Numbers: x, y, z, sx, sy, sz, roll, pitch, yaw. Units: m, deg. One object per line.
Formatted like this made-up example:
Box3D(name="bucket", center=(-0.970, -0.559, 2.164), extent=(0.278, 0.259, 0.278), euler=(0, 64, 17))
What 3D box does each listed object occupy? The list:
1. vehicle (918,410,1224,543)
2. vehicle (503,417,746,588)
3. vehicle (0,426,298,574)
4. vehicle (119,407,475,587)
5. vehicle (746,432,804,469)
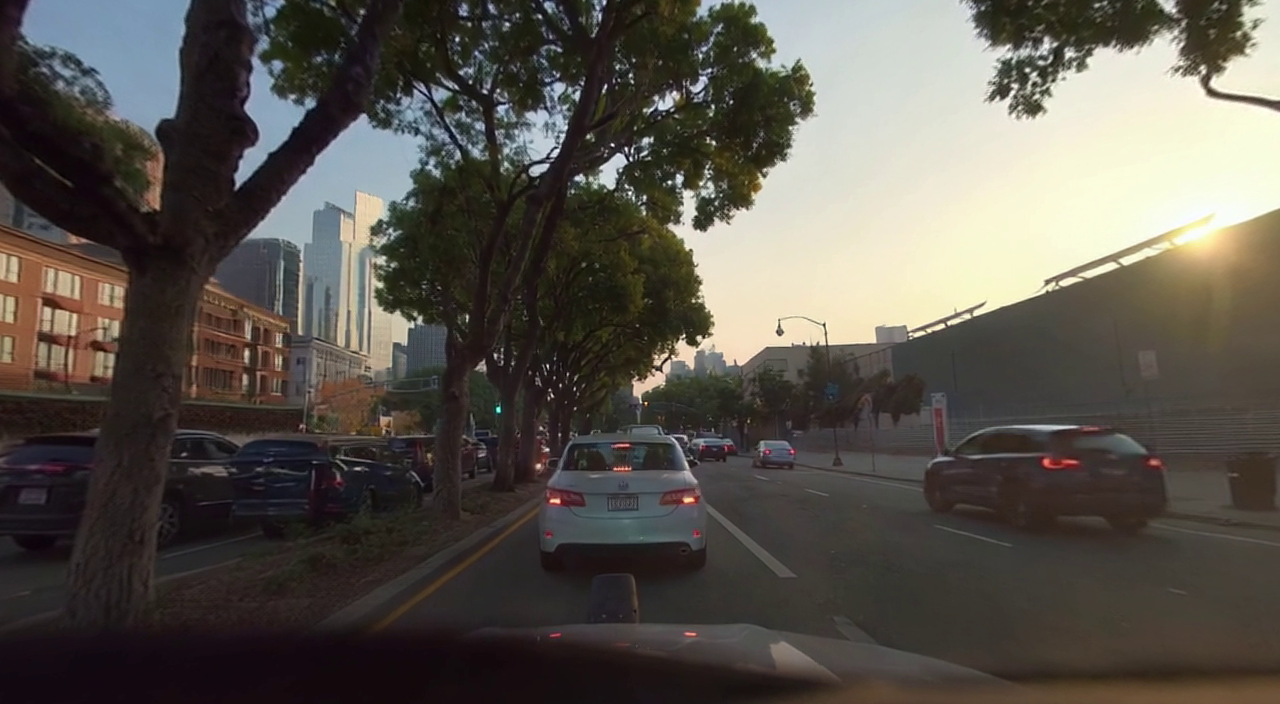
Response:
Box3D(name="vehicle", center=(6.267, 1.845, 9.925), extent=(1.895, 1.633, 4.030), euler=(0, -9, 0))
Box3D(name="vehicle", center=(-0.175, 1.654, 7.789), extent=(2.161, 1.501, 4.184), euler=(0, -8, -1))
Box3D(name="vehicle", center=(-6.980, 1.861, 8.790), extent=(1.860, 1.491, 4.586), euler=(0, -8, 0))
Box3D(name="vehicle", center=(-3.705, 1.644, 8.001), extent=(2.009, 1.619, 4.376), euler=(0, -8, 1))
Box3D(name="vehicle", center=(6.672, 4.928, 31.696), extent=(1.889, 1.681, 4.120), euler=(0, -9, -1))
